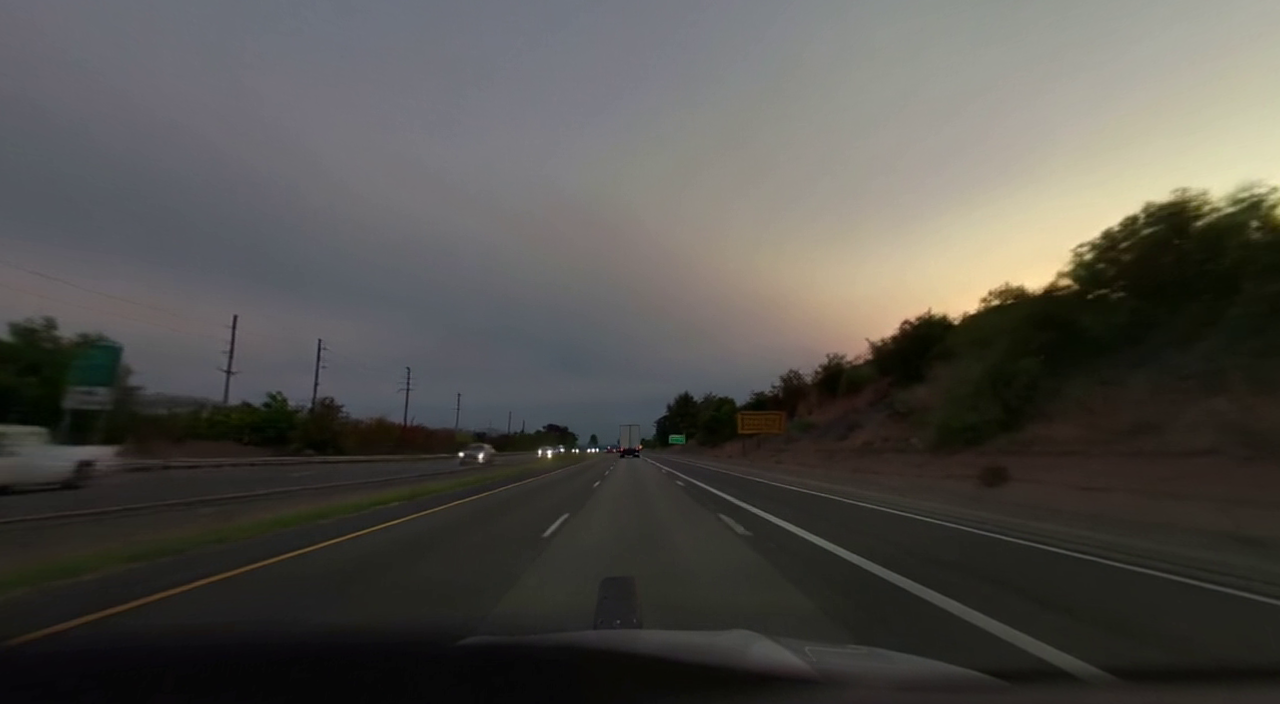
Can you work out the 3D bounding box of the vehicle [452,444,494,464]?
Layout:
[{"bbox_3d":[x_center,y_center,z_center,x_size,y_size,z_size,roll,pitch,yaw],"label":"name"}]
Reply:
[{"bbox_3d":[-12.893,7.927,48.860,2.027,1.452,4.580,0,-9,-1],"label":"vehicle"}]
